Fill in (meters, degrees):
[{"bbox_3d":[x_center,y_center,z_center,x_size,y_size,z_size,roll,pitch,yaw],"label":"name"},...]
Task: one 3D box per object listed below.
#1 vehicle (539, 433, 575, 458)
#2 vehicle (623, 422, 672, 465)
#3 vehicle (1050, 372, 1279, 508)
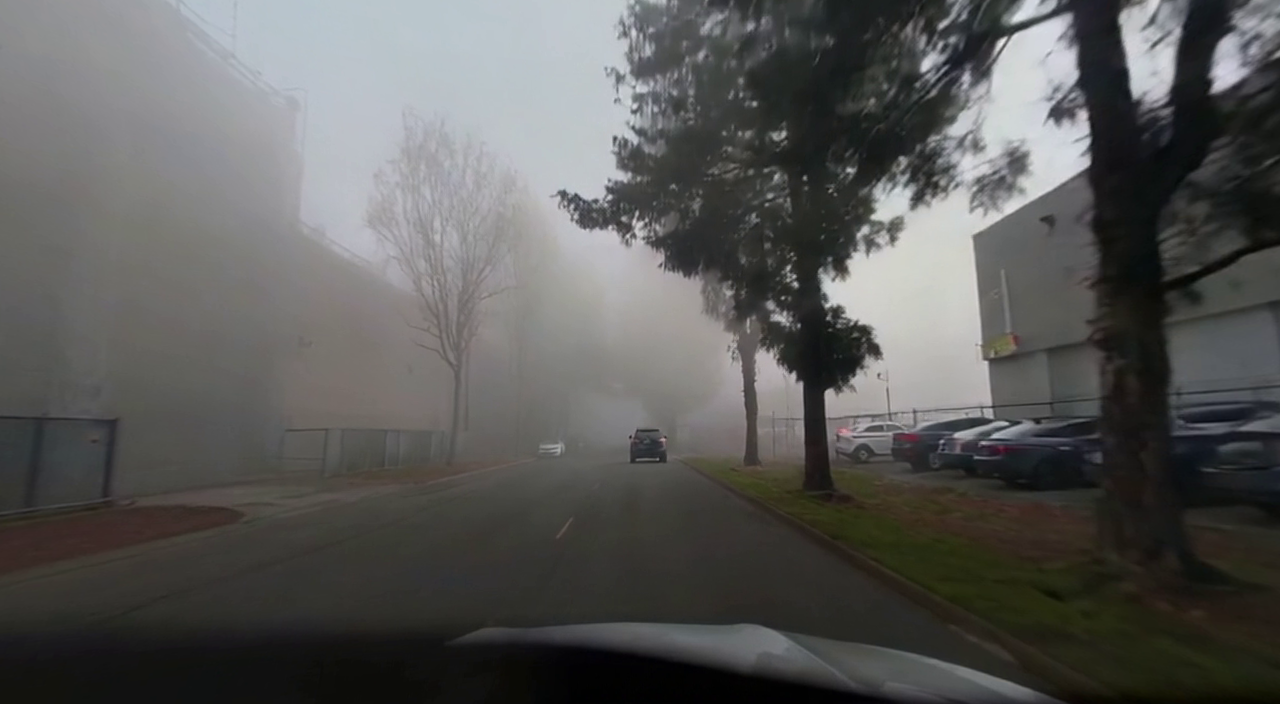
[{"bbox_3d":[-5.760,6.601,44.287,1.938,1.500,4.130,-3,-9,-1],"label":"vehicle"},{"bbox_3d":[0.376,4.315,29.824,2.152,1.874,4.042,0,-7,1],"label":"vehicle"},{"bbox_3d":[9.217,1.317,9.573,4.454,1.824,2.099,0,-7,0],"label":"vehicle"}]
